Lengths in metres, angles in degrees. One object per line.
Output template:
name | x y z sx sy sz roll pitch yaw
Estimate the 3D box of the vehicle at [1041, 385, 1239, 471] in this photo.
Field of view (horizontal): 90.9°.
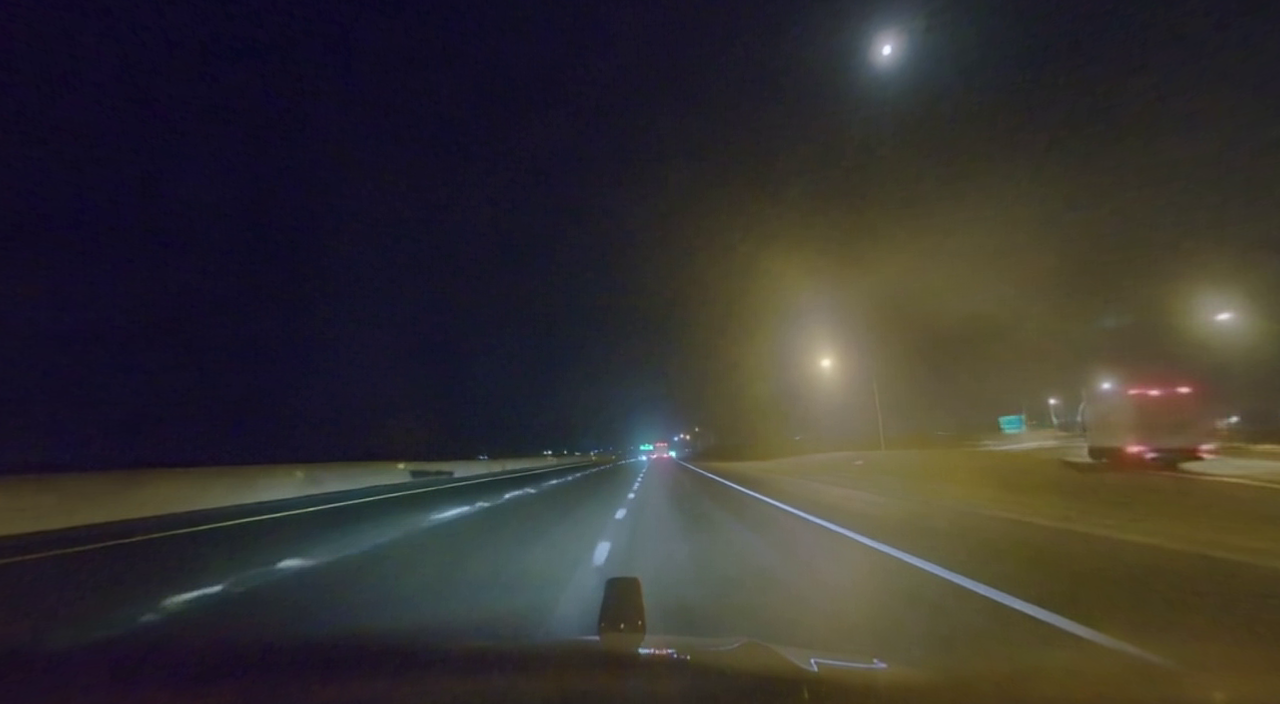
vehicle | 28.607 4.798 37.563 3.063 4.060 14.922 -2 -9 14
